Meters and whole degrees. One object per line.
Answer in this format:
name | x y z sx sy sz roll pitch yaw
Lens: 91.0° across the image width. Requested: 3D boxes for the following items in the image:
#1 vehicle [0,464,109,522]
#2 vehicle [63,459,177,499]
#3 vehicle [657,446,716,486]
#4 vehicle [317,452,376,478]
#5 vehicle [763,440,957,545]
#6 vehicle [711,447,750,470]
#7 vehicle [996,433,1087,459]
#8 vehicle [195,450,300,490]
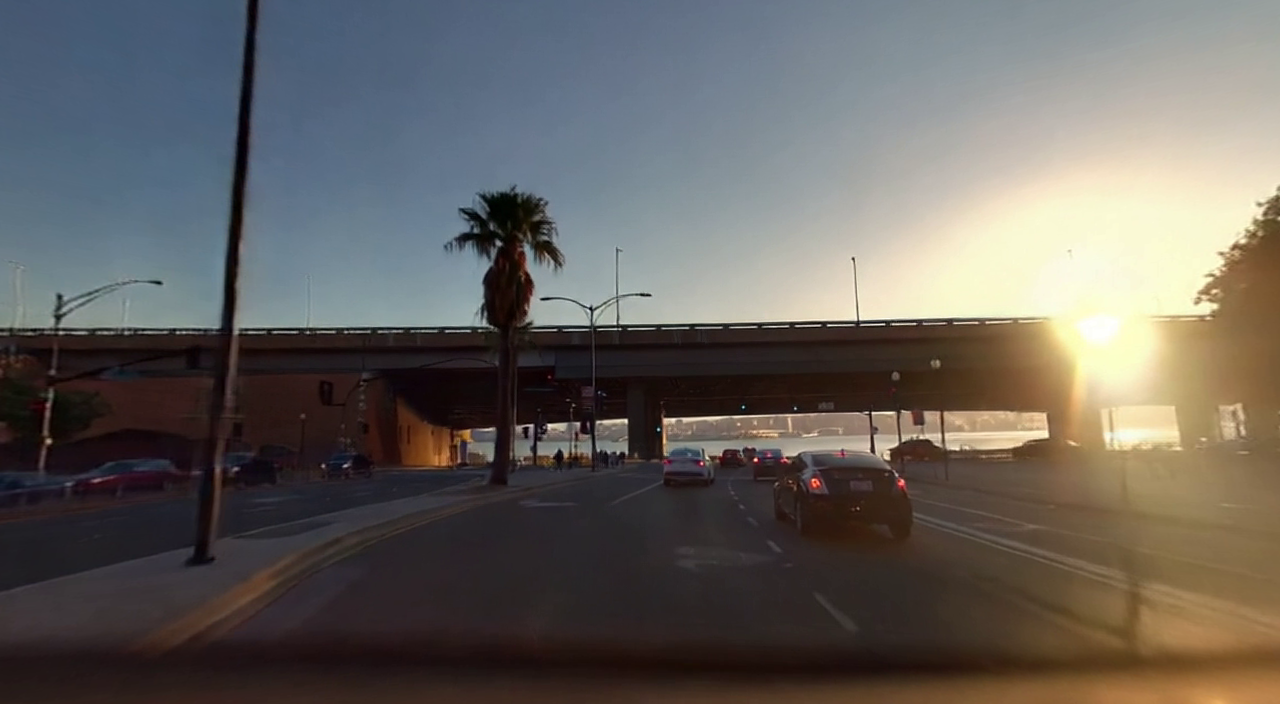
vehicle | -18.368 4.079 18.446 1.912 1.482 4.495 0 -9 -4
vehicle | -21.708 5.280 26.473 1.693 1.505 3.698 0 -9 -2
vehicle | 2.005 4.636 25.932 2.077 1.518 3.760 -2 -9 9
vehicle | -21.984 8.470 47.320 2.106 1.791 4.618 0 -9 1
vehicle | 3.684 2.434 11.687 2.051 1.509 4.933 -1 -9 3
vehicle | 6.394 7.438 43.992 2.134 1.492 4.674 -3 -9 15
vehicle | 31.661 7.437 49.744 5.771 2.019 2.293 1 -9 -7
vehicle | -18.543 5.560 30.055 2.040 1.749 4.796 0 -9 -2
